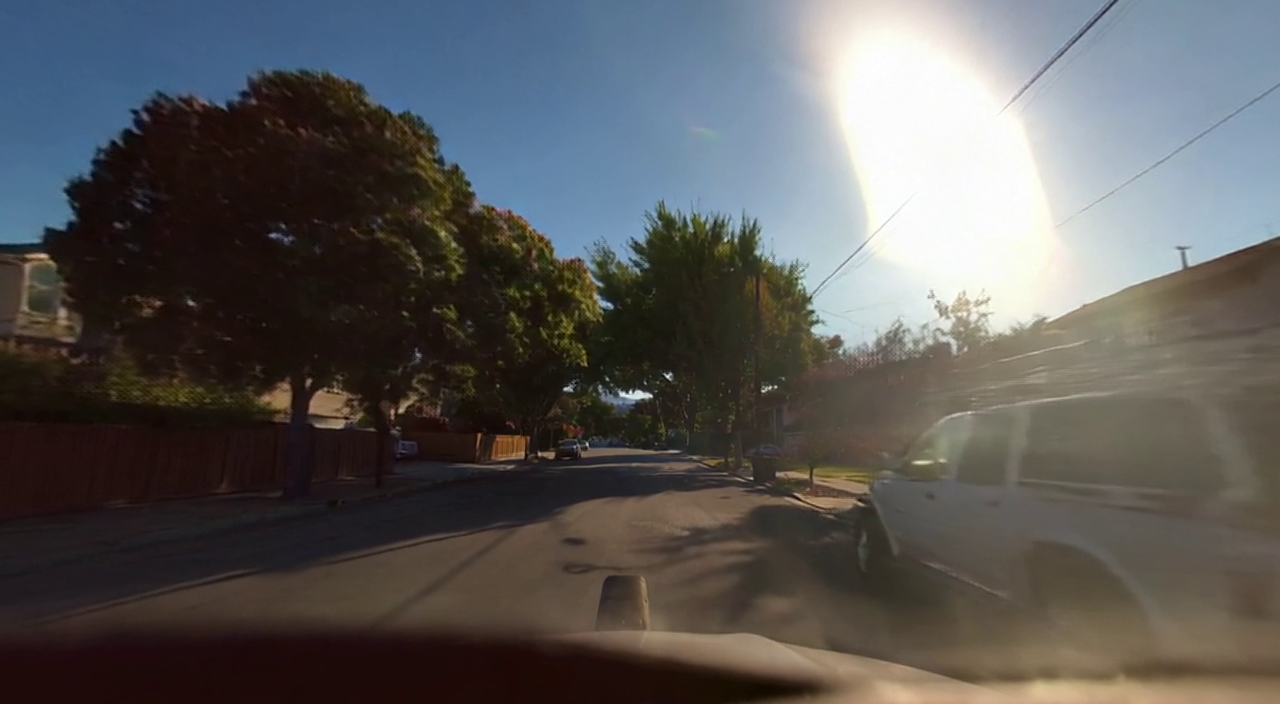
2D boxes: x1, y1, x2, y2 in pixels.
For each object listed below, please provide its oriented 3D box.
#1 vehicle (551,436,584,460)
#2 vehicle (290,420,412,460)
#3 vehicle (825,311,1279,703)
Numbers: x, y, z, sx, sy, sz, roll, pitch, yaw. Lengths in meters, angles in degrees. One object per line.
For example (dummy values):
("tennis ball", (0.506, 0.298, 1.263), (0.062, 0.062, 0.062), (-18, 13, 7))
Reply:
("vehicle", (-5.641, 7.535, 49.374), (1.998, 1.742, 4.210), (0, -8, 1))
("vehicle", (-14.197, 4.362, 31.064), (4.928, 1.844, 2.163), (1, -8, -3))
("vehicle", (3.230, 1.183, 4.774), (2.122, 1.997, 4.800), (0, -8, -1))
